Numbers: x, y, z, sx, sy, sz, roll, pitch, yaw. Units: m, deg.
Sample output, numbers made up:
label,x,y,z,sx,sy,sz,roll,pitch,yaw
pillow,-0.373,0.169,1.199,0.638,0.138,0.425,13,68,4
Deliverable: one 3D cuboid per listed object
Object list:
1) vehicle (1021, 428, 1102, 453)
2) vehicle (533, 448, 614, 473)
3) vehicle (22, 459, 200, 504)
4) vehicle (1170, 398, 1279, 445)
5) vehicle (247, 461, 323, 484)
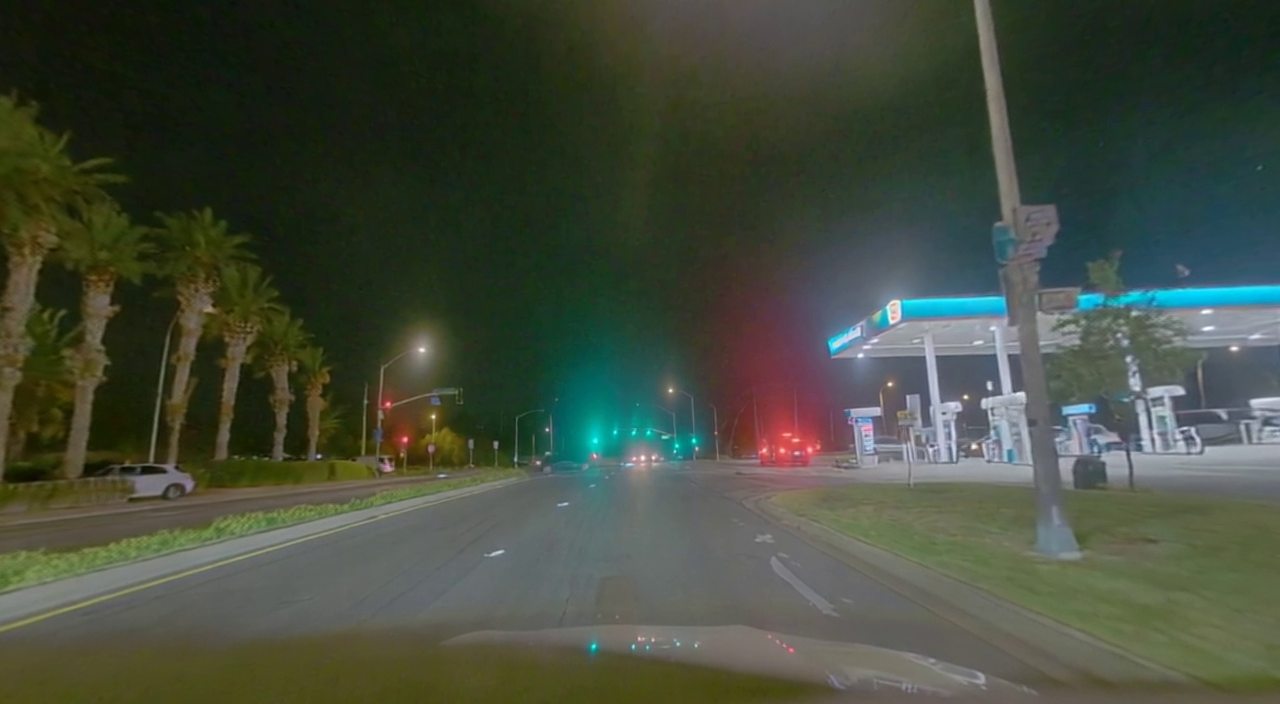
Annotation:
label,x,y,z,sx,sy,sz,roll,pitch,yaw
vehicle,30.351,6.404,45.584,4.286,1.519,2.070,-2,-9,-2
vehicle,-4.159,6.839,40.127,4.763,1.496,1.920,6,-10,-34
vehicle,-19.419,4.749,23.370,4.758,1.542,1.941,0,-9,-2
vehicle,42.831,4.901,44.401,8.366,3.165,2.720,0,-8,1
vehicle,-25.609,8.730,45.672,4.407,1.565,1.861,0,-9,3
